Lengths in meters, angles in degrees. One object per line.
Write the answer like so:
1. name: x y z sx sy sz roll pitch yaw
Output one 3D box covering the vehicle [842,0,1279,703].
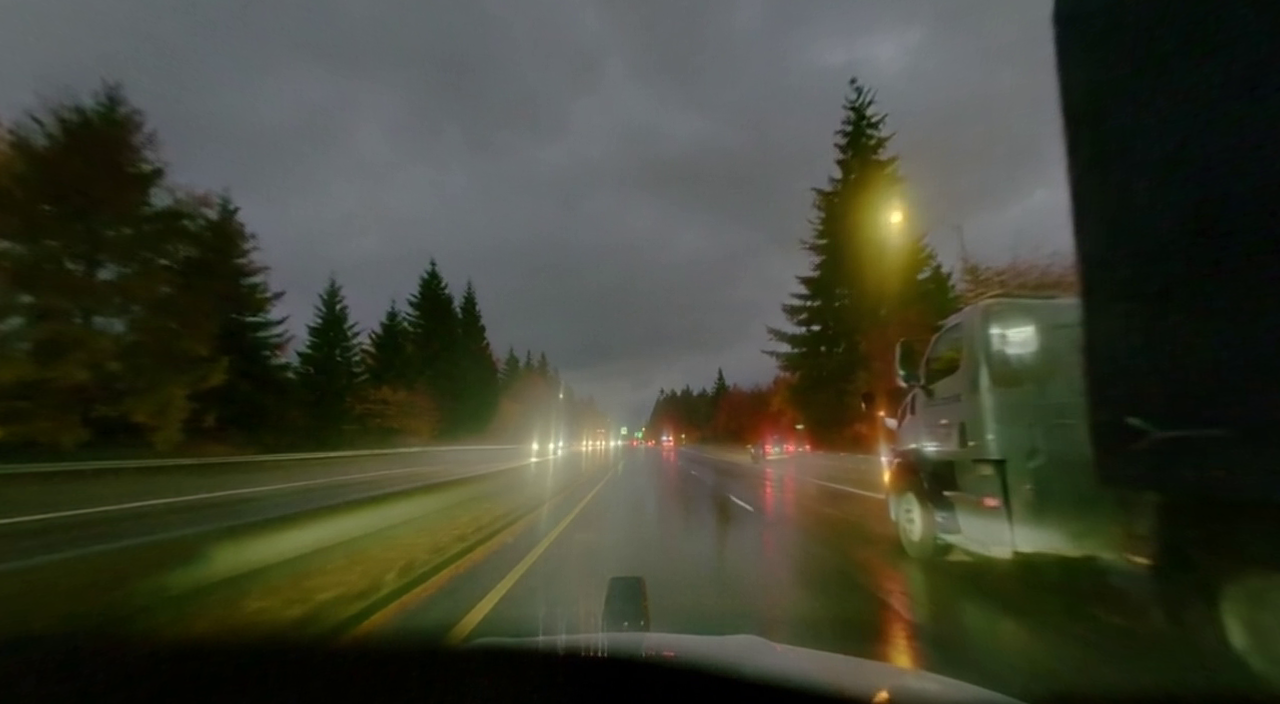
1. vehicle: 4.025 -0.089 4.236 3.057 4.041 6.788 0 -8 1
